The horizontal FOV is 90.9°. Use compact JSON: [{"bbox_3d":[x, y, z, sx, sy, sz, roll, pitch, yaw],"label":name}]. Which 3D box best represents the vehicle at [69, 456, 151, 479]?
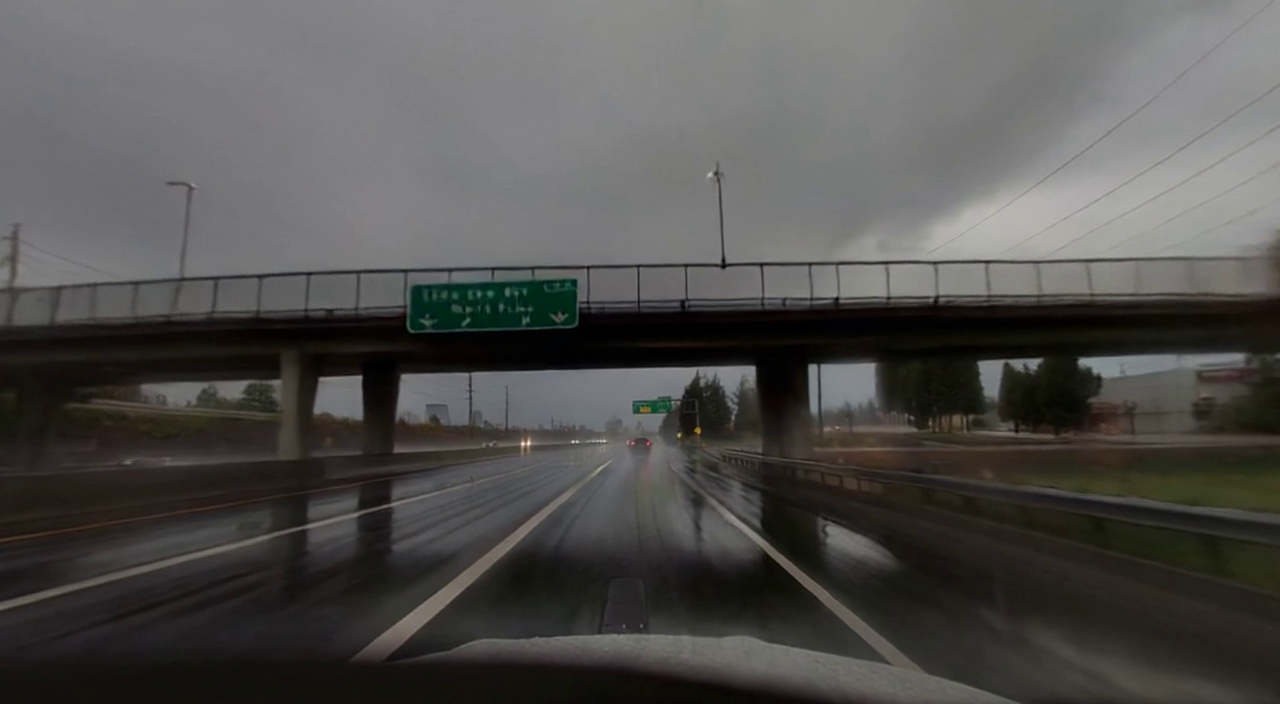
[{"bbox_3d":[-39.703,8.656,47.415,1.895,1.540,4.839,0,-8,1],"label":"vehicle"}]
